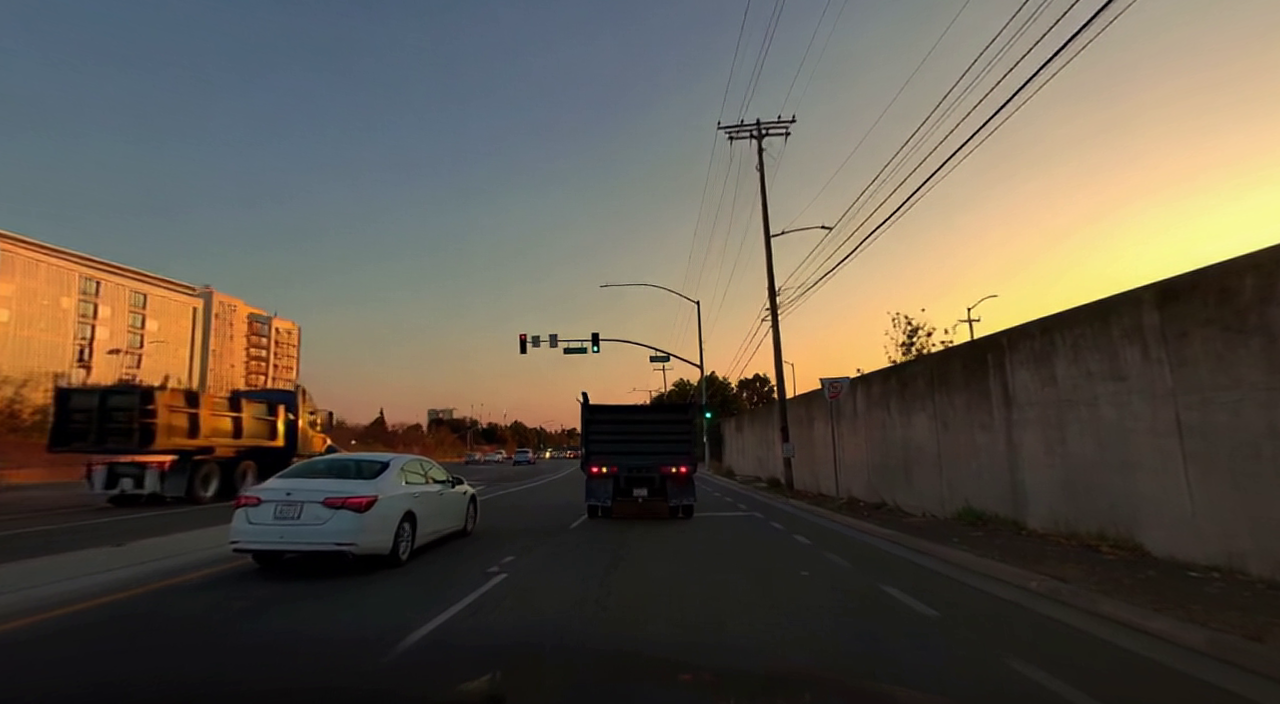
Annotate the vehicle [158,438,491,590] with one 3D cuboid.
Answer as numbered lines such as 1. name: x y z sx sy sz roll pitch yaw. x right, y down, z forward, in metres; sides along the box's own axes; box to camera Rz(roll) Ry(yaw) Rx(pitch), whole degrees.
1. vehicle: -3.722 1.976 8.793 2.019 1.480 4.966 0 -8 1

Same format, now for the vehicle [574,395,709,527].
1. vehicle: 0.052 2.302 13.841 2.355 2.305 5.336 0 -8 1

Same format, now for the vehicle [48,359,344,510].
1. vehicle: -13.345 2.730 20.468 3.016 3.847 8.707 0 -8 1
